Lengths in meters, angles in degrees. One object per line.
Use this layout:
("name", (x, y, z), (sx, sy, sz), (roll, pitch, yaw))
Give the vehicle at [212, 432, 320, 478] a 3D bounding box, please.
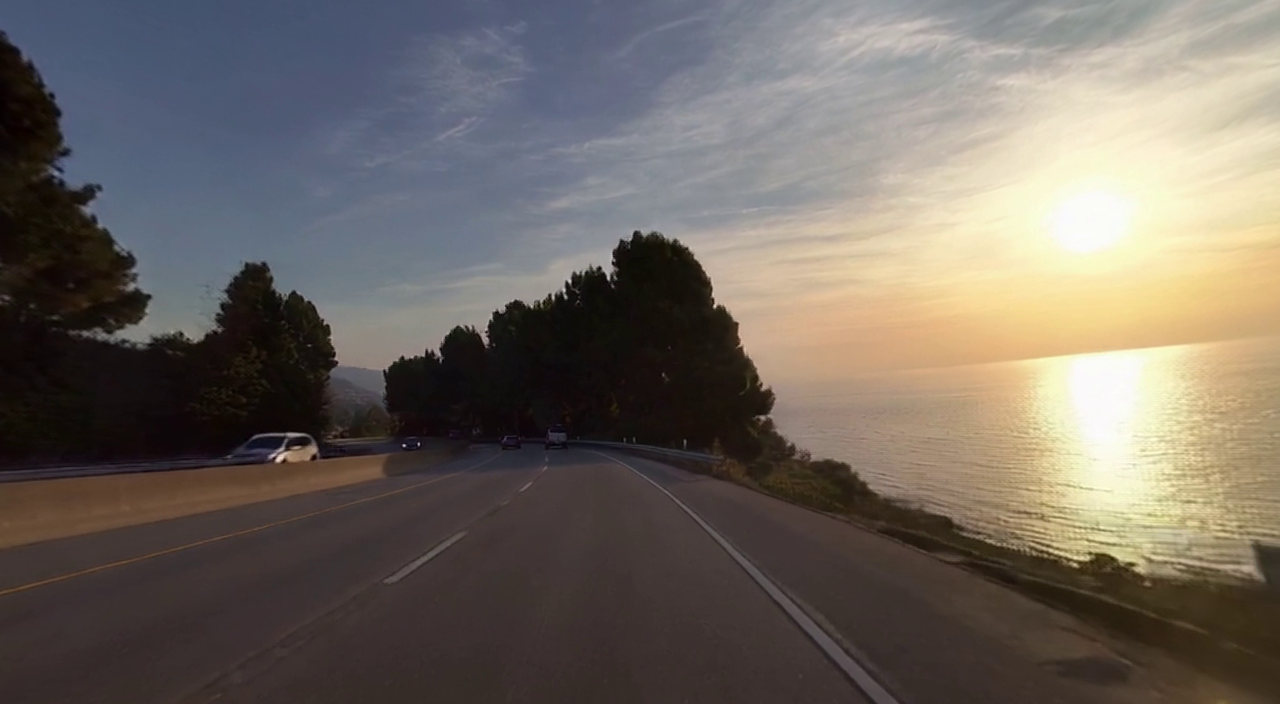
("vehicle", (-15.912, 4.394, 27.159), (2.276, 1.759, 4.462), (1, -8, -7))
